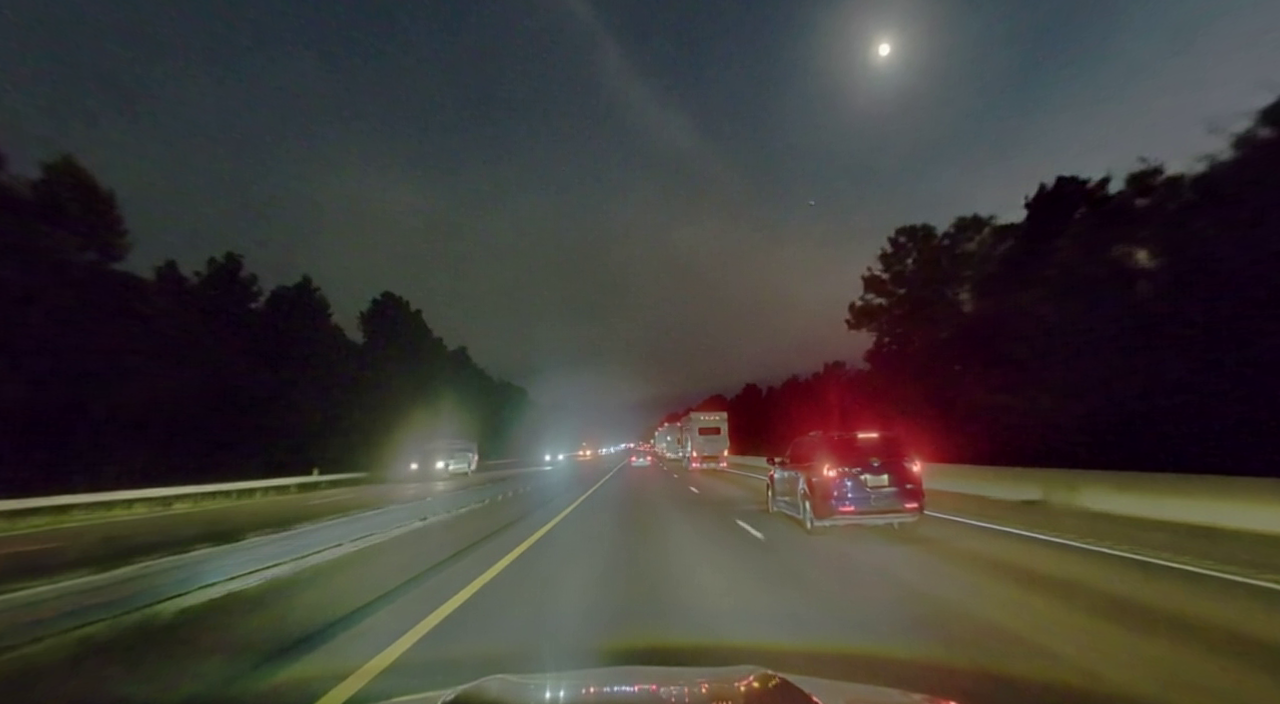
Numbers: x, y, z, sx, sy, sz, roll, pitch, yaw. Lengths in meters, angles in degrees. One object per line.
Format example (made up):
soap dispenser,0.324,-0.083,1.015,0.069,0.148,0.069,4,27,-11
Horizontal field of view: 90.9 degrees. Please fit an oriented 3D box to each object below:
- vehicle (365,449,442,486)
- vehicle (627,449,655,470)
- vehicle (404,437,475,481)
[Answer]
vehicle,-12.413,6.061,33.436,2.232,1.817,4.723,0,-9,0
vehicle,0.057,7.569,44.521,1.926,1.386,3.615,0,-9,0
vehicle,-12.428,6.662,39.519,2.485,2.534,5.320,0,-9,2
